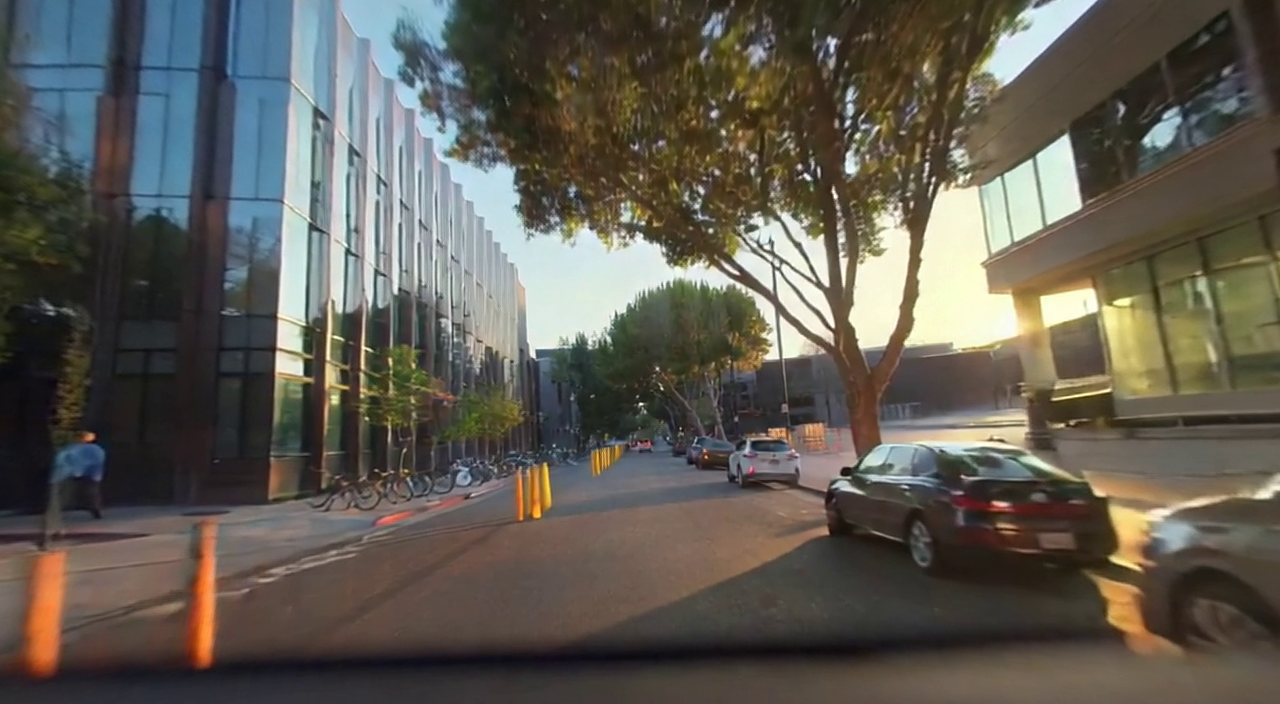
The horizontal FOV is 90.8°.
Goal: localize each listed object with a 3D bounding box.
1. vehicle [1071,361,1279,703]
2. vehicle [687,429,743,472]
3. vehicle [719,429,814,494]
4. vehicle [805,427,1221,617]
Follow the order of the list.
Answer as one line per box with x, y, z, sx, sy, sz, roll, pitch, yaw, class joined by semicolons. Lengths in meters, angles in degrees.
3.793;0.727;1.796;1.918;1.674;4.464;-1;-8;0;vehicle
3.522;4.733;30.541;2.127;1.864;4.892;0;-8;1;vehicle
3.813;3.389;19.881;1.999;1.769;4.191;-1;-8;-2;vehicle
3.729;1.754;7.725;1.926;1.509;4.985;-1;-8;-2;vehicle
